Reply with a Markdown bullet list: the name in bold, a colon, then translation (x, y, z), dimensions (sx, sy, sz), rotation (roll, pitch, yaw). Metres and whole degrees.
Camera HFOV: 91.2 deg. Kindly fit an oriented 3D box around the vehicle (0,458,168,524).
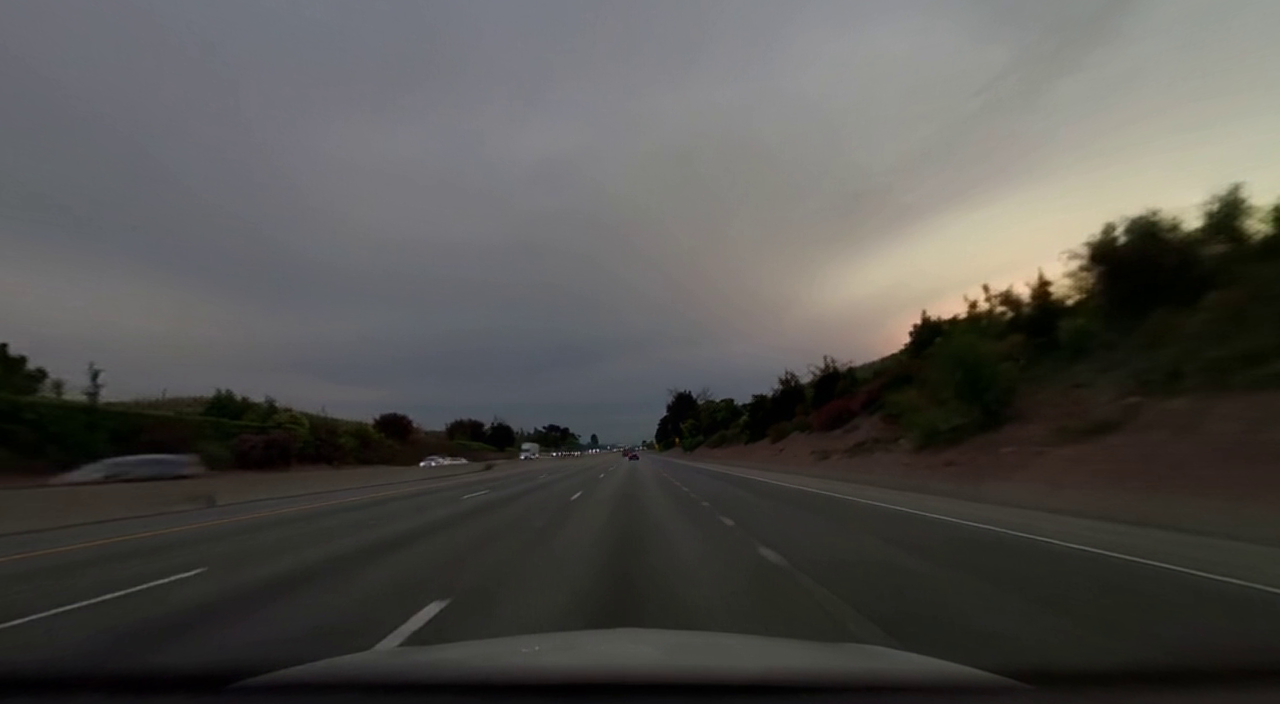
- **vehicle**: translation (-15.453, 3.661, 17.029), dimensions (1.903, 1.503, 4.309), rotation (0, -9, -1)
